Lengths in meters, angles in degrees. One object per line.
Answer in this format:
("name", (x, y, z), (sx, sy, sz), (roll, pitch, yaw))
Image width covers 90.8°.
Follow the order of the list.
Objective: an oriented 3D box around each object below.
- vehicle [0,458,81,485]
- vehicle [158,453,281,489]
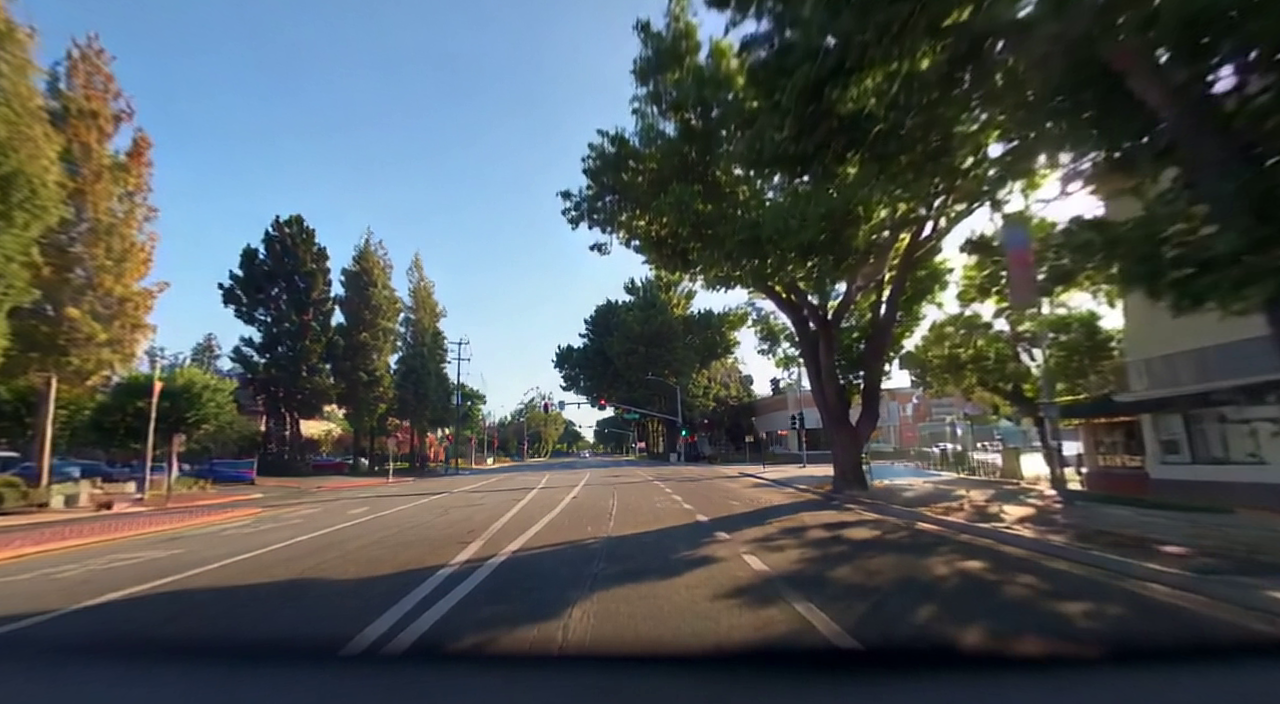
("vehicle", (-40.550, 7.949, 42.106), (4.377, 1.654, 2.018), (3, -9, -18))
("vehicle", (-24.613, 6.990, 37.195), (5.473, 1.957, 2.253), (1, -8, -7))
